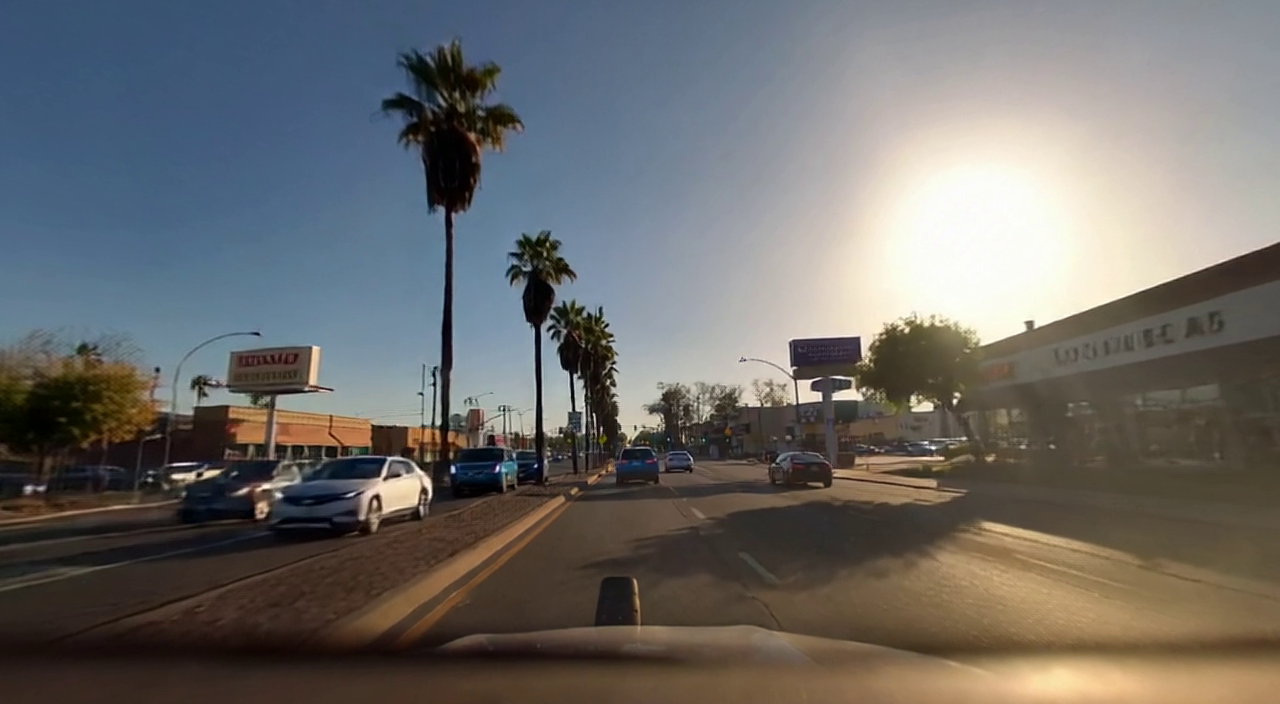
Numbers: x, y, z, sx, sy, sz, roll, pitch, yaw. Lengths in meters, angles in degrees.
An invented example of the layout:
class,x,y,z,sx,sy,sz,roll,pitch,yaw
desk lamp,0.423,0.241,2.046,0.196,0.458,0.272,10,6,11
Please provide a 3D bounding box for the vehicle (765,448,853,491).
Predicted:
class,x,y,z,sx,sy,sz,roll,pitch,yaw
vehicle,6.209,4.357,23.769,1.944,1.447,4.309,0,-9,-2

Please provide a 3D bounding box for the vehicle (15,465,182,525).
class,x,y,z,sx,sy,sz,roll,pitch,yaw
vehicle,-15.504,4.063,18.365,1.712,1.454,3.535,0,-9,-1

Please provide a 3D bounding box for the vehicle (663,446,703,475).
class,x,y,z,sx,sy,sz,roll,pitch,yaw
vehicle,2.681,6.913,40.386,2.112,1.710,4.234,0,-9,-1

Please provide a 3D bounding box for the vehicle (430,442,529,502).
class,x,y,z,sx,sy,sz,roll,pitch,yaw
vehicle,-5.226,3.950,21.275,2.160,1.769,4.494,0,-9,0

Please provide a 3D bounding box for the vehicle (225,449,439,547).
class,x,y,z,sx,sy,sz,roll,pitch,yaw
vehicle,-5.643,2.671,12.351,2.017,1.463,4.384,-2,-9,0

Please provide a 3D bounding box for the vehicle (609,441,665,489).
class,x,y,z,sx,sy,sz,roll,pitch,yaw
vehicle,-0.164,4.625,26.181,2.151,1.787,4.109,0,-9,-1
